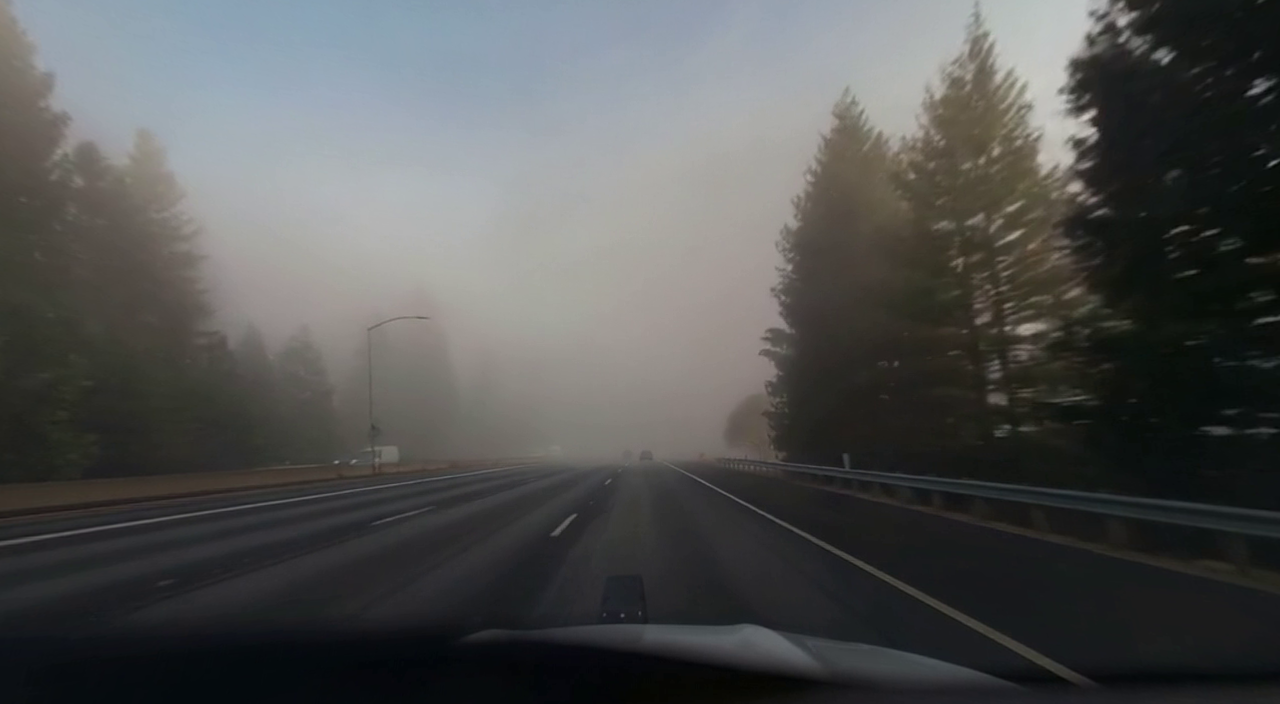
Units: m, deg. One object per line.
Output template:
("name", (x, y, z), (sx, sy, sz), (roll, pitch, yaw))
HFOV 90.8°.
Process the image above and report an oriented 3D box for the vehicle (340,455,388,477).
("vehicle", (-19.696, 8.146, 45.229), (1.728, 1.495, 3.757), (0, -9, 0))
